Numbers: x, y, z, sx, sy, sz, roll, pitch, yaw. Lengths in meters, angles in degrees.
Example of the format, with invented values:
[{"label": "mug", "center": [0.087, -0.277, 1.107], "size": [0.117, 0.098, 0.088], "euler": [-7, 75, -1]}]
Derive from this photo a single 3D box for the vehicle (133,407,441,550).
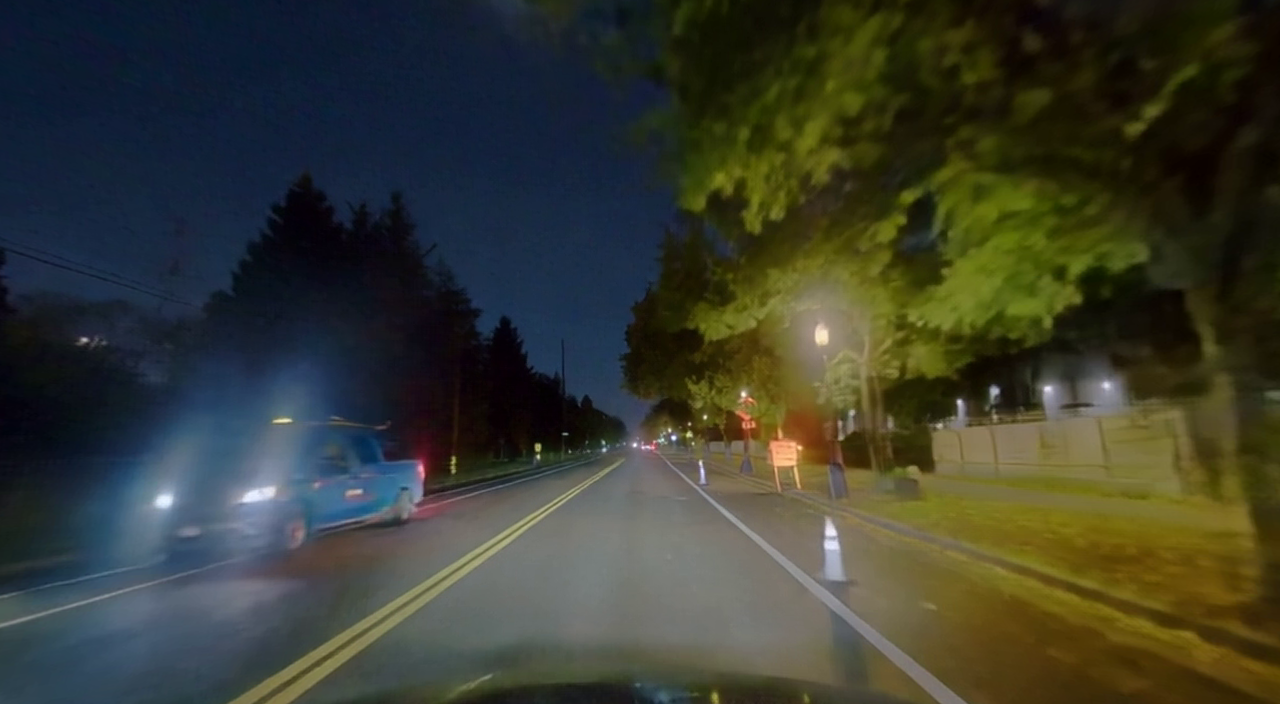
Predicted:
[{"label": "vehicle", "center": [-6.905, 2.498, 13.306], "size": [2.517, 2.323, 5.205], "euler": [-3, -9, 18]}]
